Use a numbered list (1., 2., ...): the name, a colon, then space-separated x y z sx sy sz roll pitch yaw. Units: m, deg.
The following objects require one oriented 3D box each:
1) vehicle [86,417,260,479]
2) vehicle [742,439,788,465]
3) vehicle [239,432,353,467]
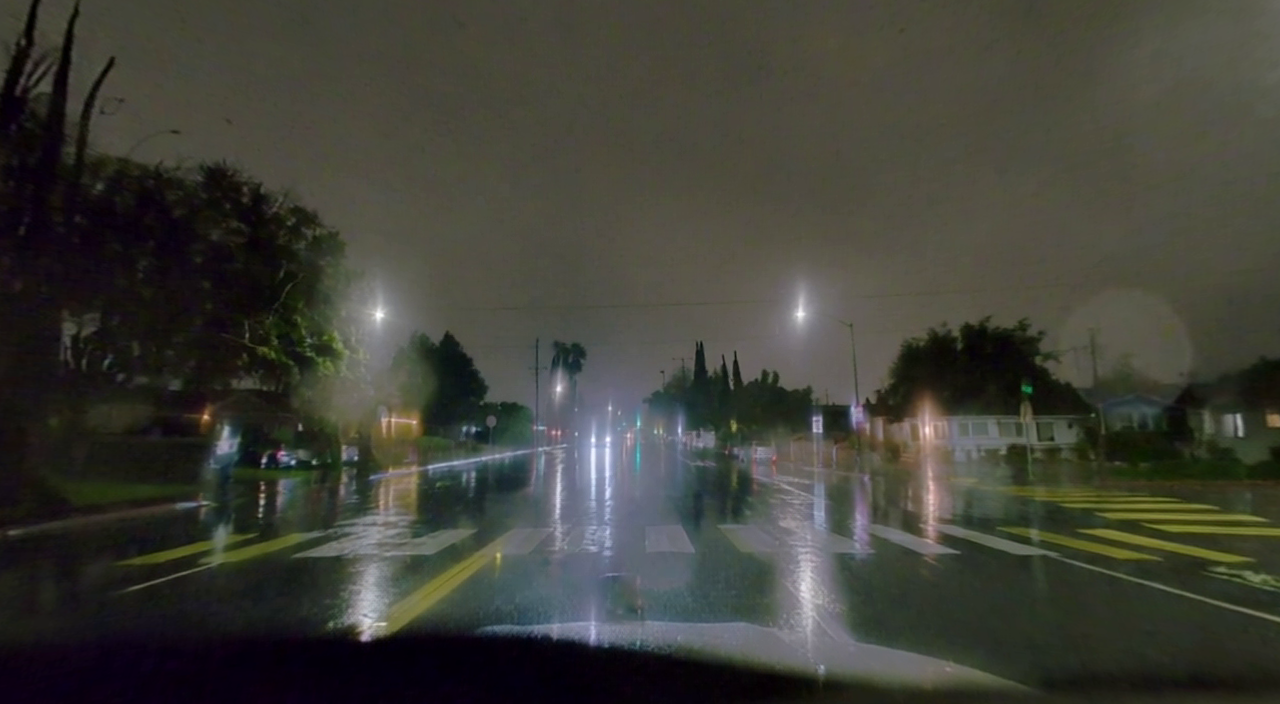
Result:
1. vehicle: -17.929 3.729 24.493 4.800 2.259 2.303 0 -9 -1
2. vehicle: 7.996 6.440 40.874 2.029 1.554 4.705 0 -9 1
3. vehicle: -17.957 5.121 33.146 4.743 1.734 1.994 0 -9 0
